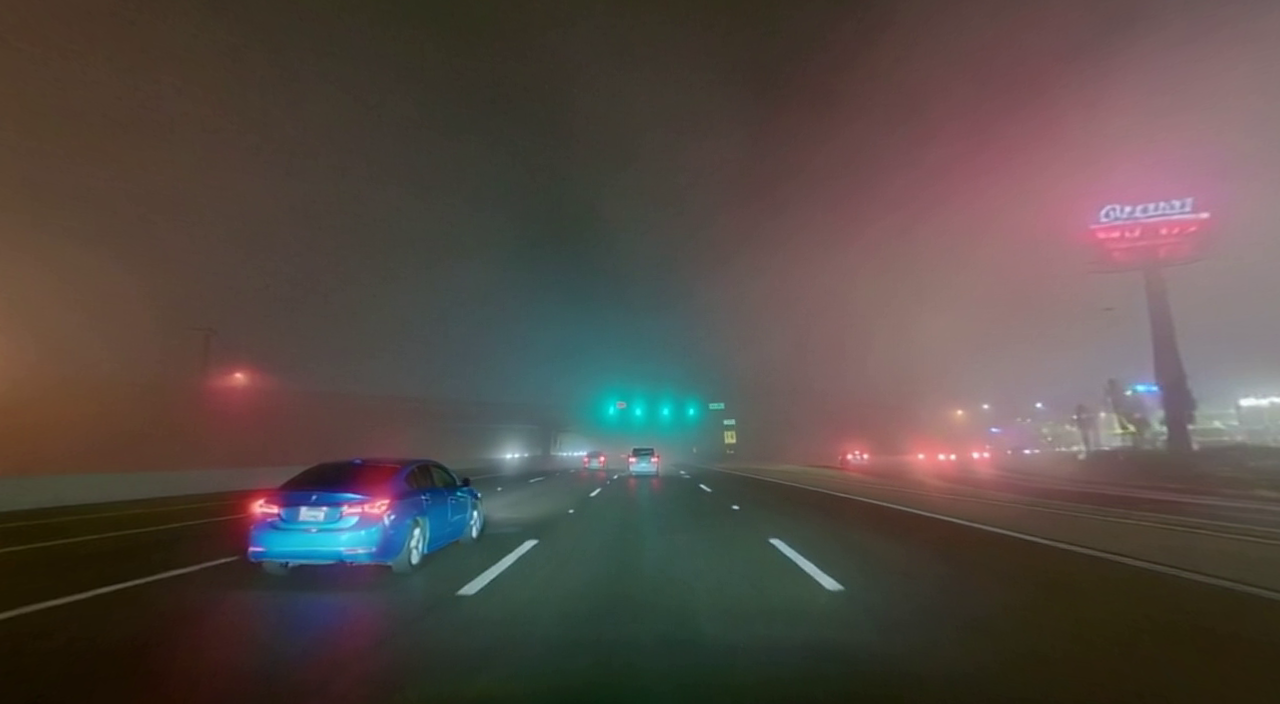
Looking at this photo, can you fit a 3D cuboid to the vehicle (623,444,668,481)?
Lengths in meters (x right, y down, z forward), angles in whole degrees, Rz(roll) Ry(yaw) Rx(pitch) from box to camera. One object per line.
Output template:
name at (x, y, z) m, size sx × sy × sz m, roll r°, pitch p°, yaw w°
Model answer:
vehicle at (0.296, 5.481, 31.419) m, size 2.102 × 1.692 × 4.057 m, roll 0°, pitch -9°, yaw 2°

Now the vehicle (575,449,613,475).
vehicle at (-2.993, 7.260, 41.786) m, size 2.071 × 1.553 × 4.388 m, roll 0°, pitch -9°, yaw 2°

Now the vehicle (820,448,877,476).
vehicle at (13.939, 7.345, 42.419) m, size 2.246 × 1.760 × 4.640 m, roll 0°, pitch -9°, yaw 0°
